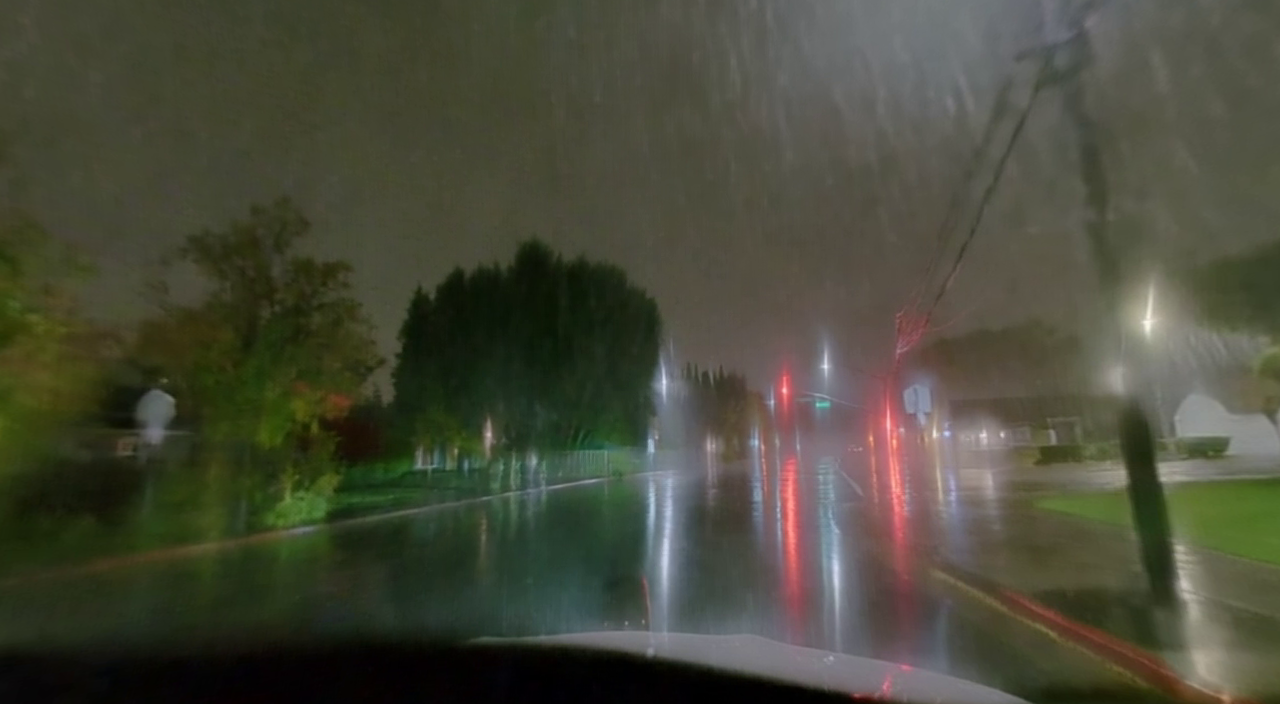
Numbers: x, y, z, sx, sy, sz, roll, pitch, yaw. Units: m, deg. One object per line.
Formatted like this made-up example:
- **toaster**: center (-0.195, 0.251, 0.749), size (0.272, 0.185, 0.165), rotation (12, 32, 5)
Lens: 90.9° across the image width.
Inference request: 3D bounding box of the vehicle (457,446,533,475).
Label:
- **vehicle**: center (-8.517, 6.409, 37.403), size (4.252, 1.681, 1.854), rotation (1, -9, -9)
